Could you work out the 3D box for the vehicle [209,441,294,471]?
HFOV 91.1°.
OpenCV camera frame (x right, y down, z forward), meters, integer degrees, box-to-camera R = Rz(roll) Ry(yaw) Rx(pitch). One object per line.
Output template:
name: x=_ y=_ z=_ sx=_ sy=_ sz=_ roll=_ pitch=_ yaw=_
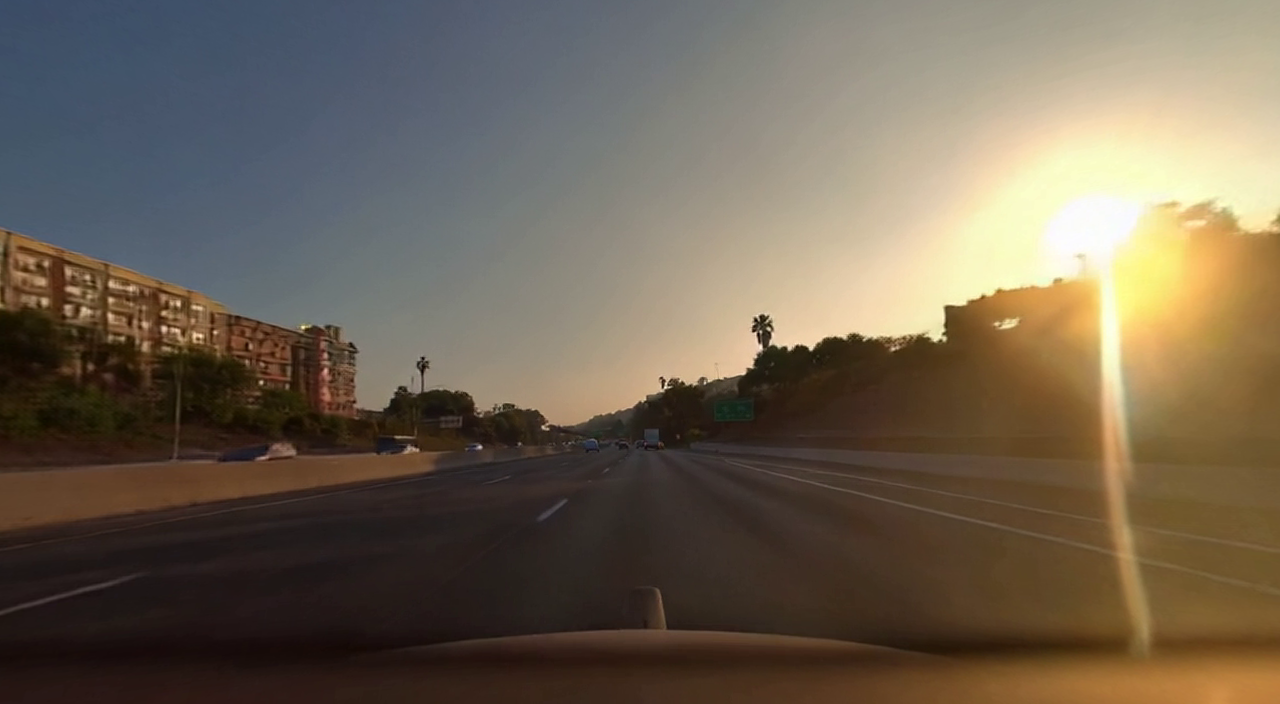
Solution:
vehicle: x=-27.646 y=7.391 z=44.943 sx=2.222 sy=1.975 sz=6.003 roll=0 pitch=-9 yaw=0
